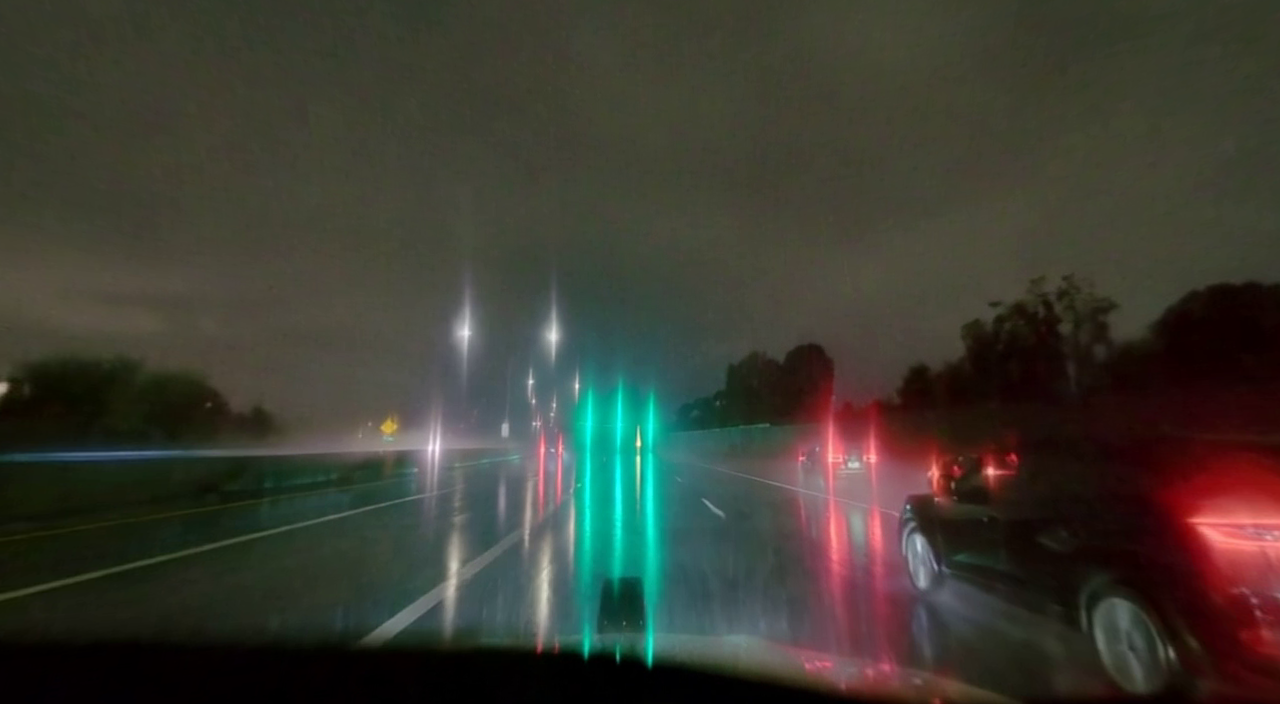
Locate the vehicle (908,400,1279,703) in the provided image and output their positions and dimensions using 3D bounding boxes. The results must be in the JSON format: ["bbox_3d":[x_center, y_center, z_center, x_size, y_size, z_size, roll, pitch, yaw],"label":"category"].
[{"bbox_3d":[3.281,1.012,2.878,2.030,1.490,4.737,0,-8,0],"label":"vehicle"}]

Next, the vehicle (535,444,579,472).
[{"bbox_3d":[-4.665,6.016,36.040,2.014,1.481,4.156,0,-8,-1],"label":"vehicle"}]
